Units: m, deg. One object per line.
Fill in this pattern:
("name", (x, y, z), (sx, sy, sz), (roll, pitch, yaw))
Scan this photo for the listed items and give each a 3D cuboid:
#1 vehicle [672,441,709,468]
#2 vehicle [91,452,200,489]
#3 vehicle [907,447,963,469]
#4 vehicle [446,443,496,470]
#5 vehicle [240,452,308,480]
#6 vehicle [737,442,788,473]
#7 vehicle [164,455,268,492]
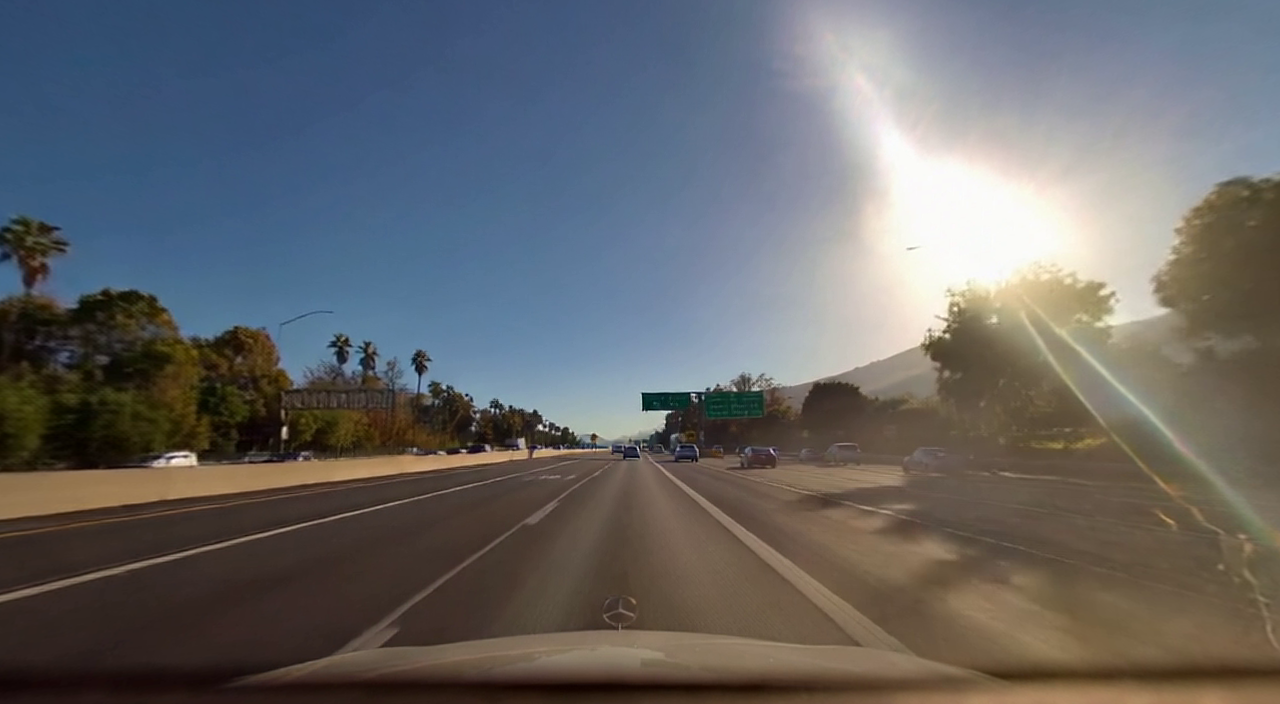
("vehicle", (3.333, 6.833, 42.052), (2.035, 1.704, 3.867), (0, -8, -1))
("vehicle", (-28.180, 6.751, 36.139), (2.257, 1.886, 4.899), (0, -8, 0))
("vehicle", (20.323, 7.294, 43.577), (1.774, 1.457, 4.653), (0, -8, 2))
("vehicle", (-12.828, 7.946, 48.164), (2.256, 1.886, 5.220), (0, -8, 1))
("vehicle", (-24.137, 7.505, 41.738), (1.914, 1.698, 4.353), (0, -8, -1))
("vehicle", (6.777, 5.872, 35.318), (1.902, 1.623, 4.360), (0, -8, -1))
("vehicle", (-19.857, 5.669, 29.741), (1.715, 1.478, 4.670), (0, -8, -1))
